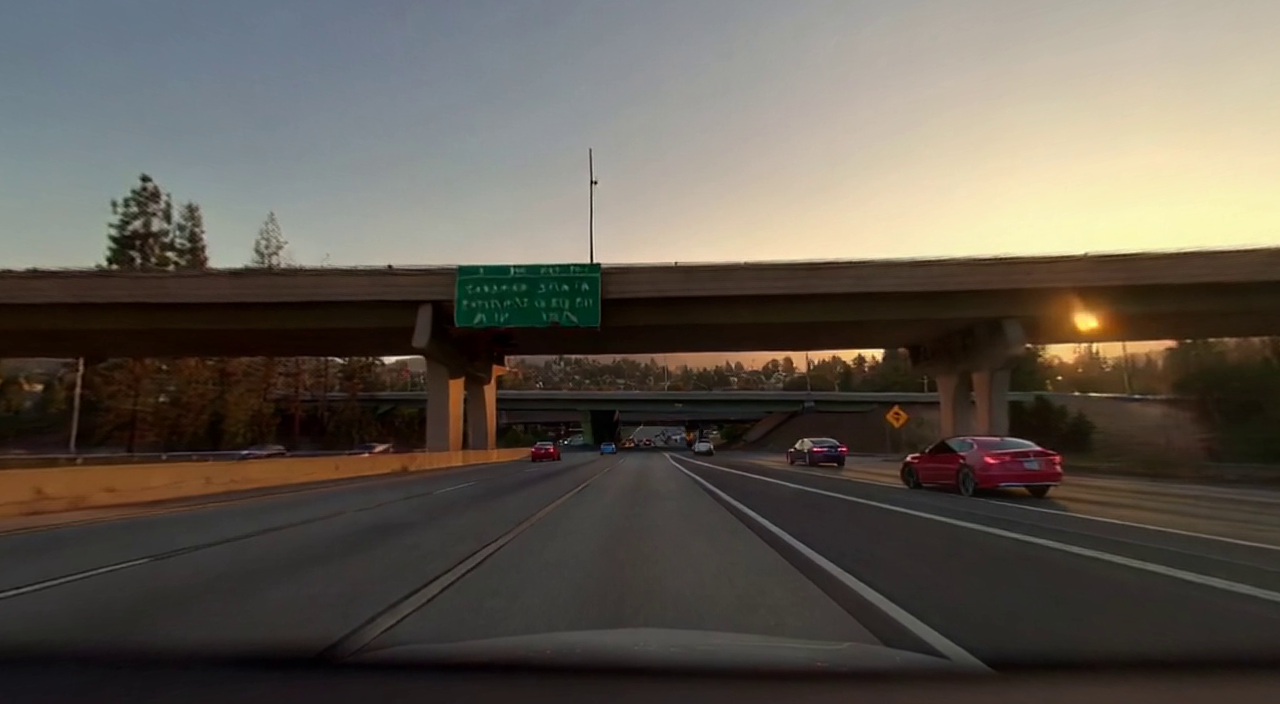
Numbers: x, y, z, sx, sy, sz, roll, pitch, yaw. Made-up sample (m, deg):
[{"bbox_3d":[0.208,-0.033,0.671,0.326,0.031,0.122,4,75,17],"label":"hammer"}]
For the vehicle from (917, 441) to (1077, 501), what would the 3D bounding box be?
[{"bbox_3d":[10.044,3.352,18.218,2.000,1.515,4.188,0,-8,-3],"label":"vehicle"}]

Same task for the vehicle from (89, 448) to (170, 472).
[{"bbox_3d":[-36.599,7.732,45.396,1.829,1.644,4.584,0,-8,3],"label":"vehicle"}]

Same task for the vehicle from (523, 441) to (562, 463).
[{"bbox_3d":[-7.000,7.242,45.663,1.987,1.486,4.174,0,-8,2],"label":"vehicle"}]

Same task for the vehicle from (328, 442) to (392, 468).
[{"bbox_3d":[-17.583,6.461,39.837,1.985,1.554,4.433,0,-8,1],"label":"vehicle"}]

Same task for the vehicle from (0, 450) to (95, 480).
[{"bbox_3d":[-33.752,6.296,35.372,1.906,1.488,4.742,-1,-8,4],"label":"vehicle"}]
